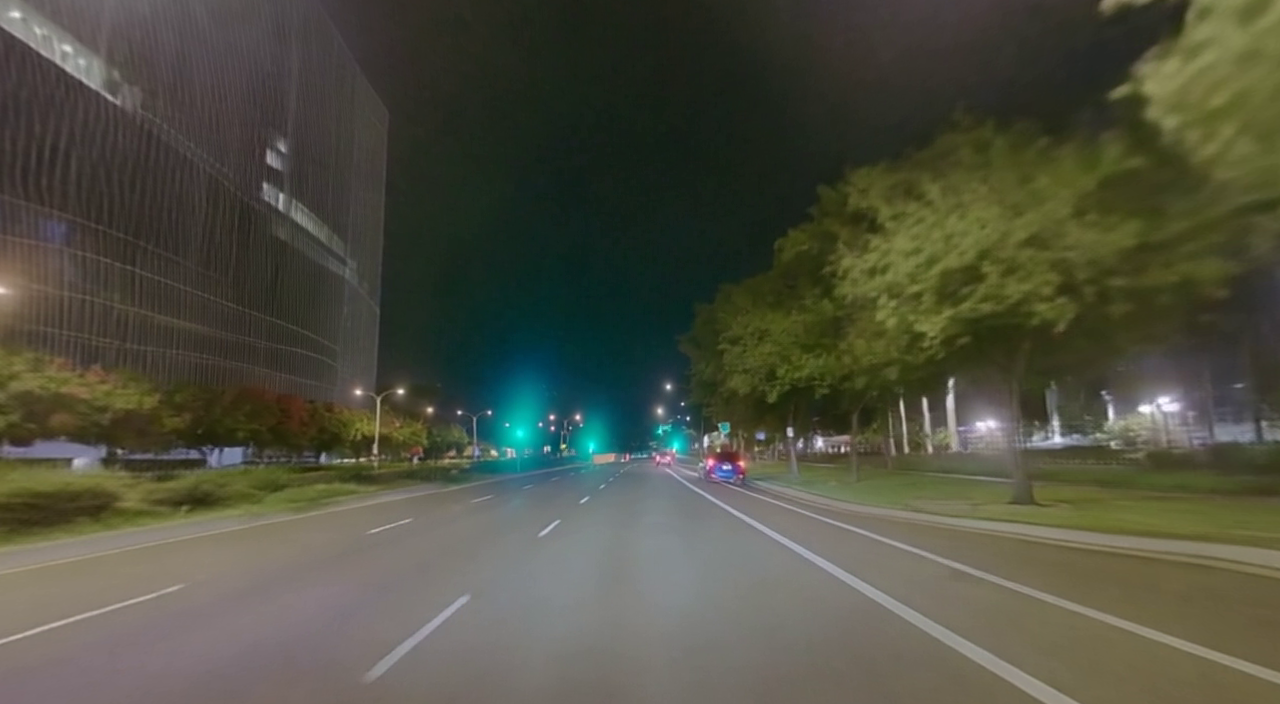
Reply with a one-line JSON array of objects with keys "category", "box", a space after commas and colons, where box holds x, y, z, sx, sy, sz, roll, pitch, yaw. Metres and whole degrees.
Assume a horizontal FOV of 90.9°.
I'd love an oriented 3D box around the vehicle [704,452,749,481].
[{"category": "vehicle", "box": [4.856, 6.504, 36.072, 1.909, 1.503, 4.368, 0, -8, 0]}]
